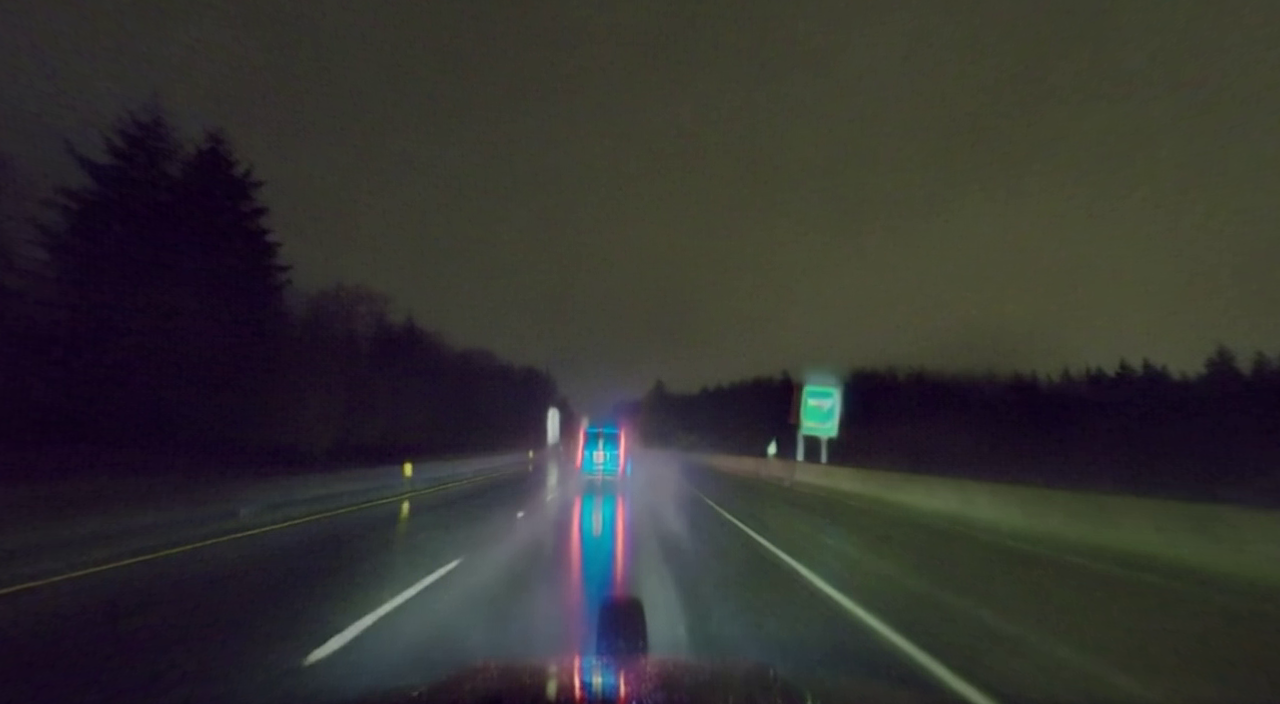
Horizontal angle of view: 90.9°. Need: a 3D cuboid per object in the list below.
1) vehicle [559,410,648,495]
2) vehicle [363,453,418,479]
[{"bbox_3d":[-0.921,2.916,18.618,2.248,2.154,4.892,0,-8,0],"label":"vehicle"},{"bbox_3d":[-15.803,7.212,40.120,1.785,1.501,4.255,0,-8,0],"label":"vehicle"}]
